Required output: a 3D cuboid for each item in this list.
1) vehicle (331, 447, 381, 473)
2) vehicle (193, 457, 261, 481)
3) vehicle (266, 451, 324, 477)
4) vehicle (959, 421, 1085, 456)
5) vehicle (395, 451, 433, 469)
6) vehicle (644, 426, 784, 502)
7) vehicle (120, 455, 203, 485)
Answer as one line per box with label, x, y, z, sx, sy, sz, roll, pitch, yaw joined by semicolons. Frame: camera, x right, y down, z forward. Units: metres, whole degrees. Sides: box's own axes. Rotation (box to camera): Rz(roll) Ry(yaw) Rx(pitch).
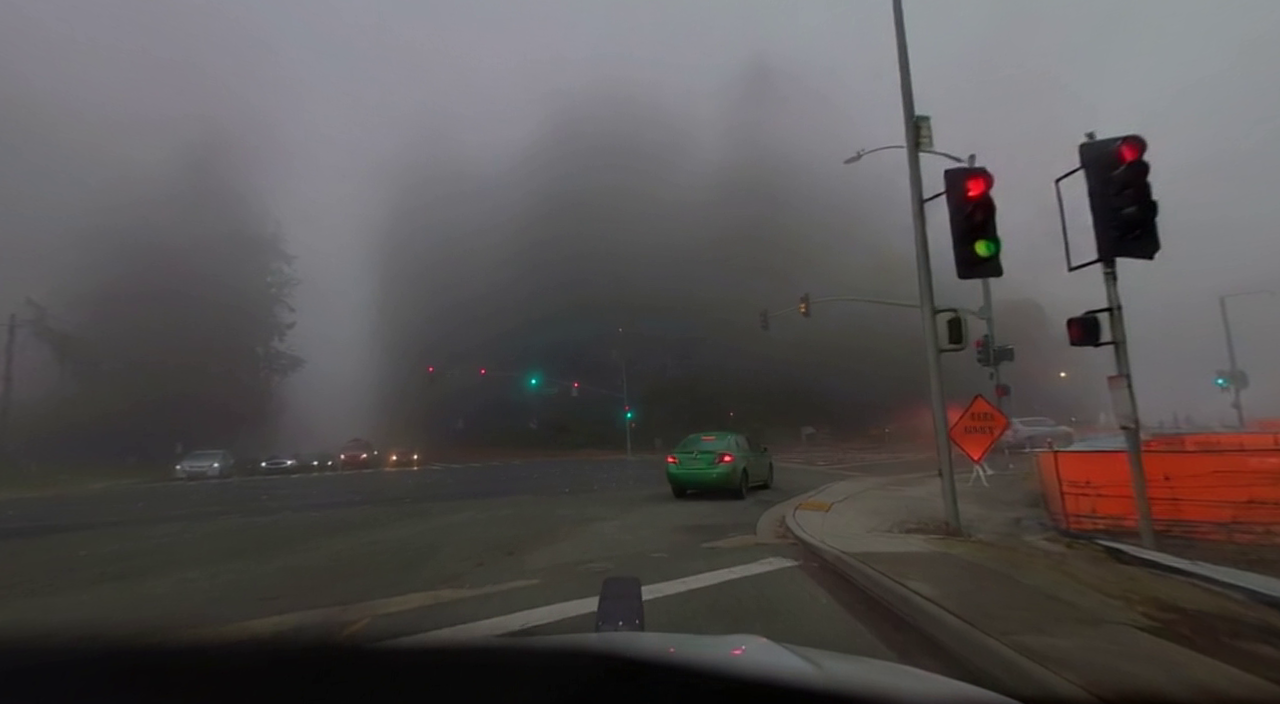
vehicle;-21.193;8.048;47.301;2.101;1.759;4.619;1;-9;-8
vehicle;-27.919;7.873;42.890;2.024;1.448;4.478;1;-9;-7
vehicle;-24.457;7.909;44.923;2.081;1.670;4.376;1;-9;-8
vehicle;17.346;3.959;28.887;4.467;1.477;1.873;-2;-8;8
vehicle;-17.831;8.516;49.997;1.870;1.344;4.321;1;-9;-6
vehicle;1.916;2.595;15.002;2.183;1.506;4.286;-4;-9;22
vehicle;-30.763;7.589;40.845;2.142;1.723;4.692;1;-9;-8
